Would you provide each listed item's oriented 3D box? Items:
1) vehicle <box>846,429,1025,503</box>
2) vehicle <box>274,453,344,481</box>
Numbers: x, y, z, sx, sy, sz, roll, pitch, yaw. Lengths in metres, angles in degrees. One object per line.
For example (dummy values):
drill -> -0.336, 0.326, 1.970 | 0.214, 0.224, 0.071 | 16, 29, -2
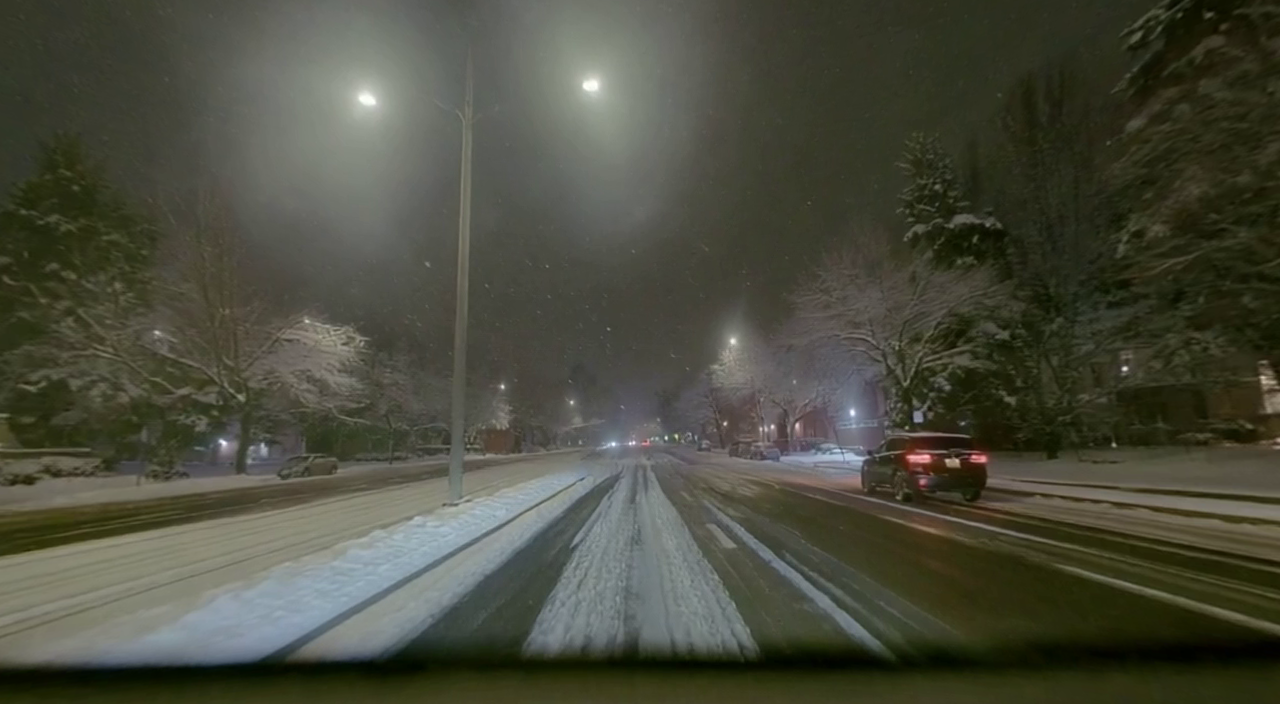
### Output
vehicle -> 7.372, 2.895, 16.464 | 2.053, 1.628, 4.717 | 1, -9, -5
vehicle -> -20.633, 7.158, 39.591 | 1.945, 1.469, 4.539 | -1, -8, 0
